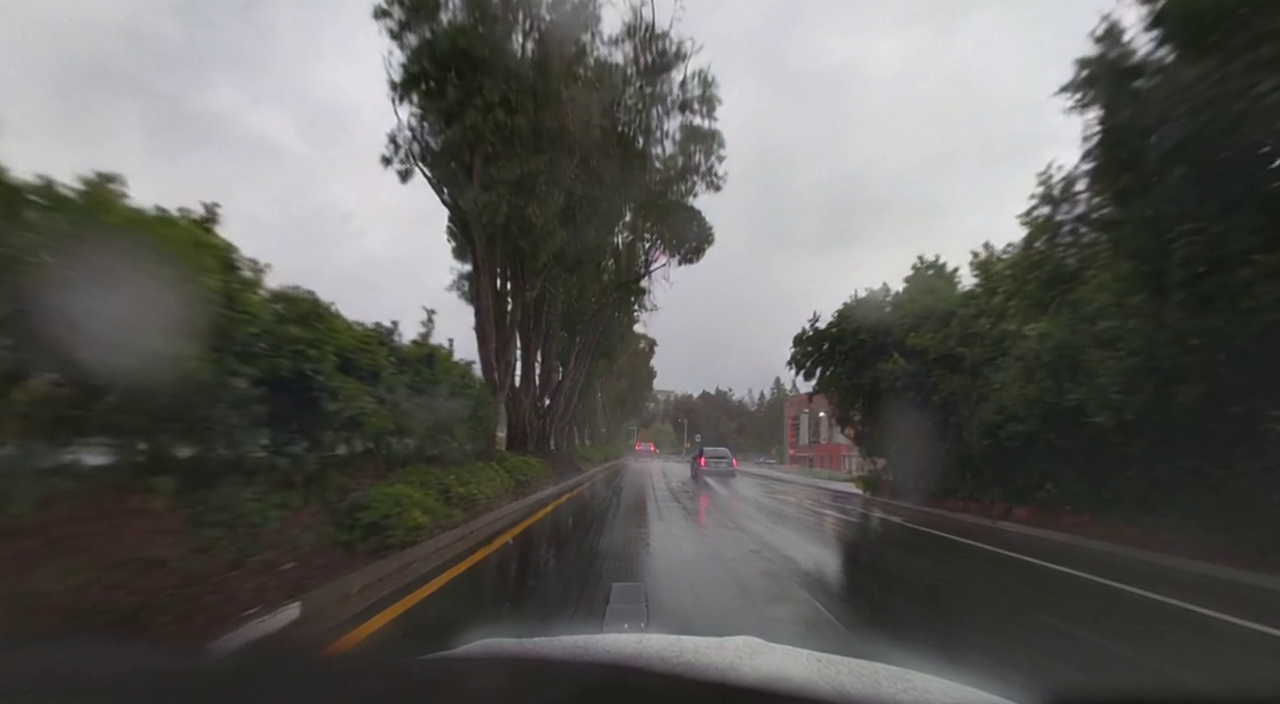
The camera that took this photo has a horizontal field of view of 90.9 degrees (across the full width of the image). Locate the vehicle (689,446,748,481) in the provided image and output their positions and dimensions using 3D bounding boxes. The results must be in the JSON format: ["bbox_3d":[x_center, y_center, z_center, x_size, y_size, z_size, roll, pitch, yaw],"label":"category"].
[{"bbox_3d":[3.497,5.069,28.979,1.956,1.473,4.640,1,-9,-2],"label":"vehicle"}]
